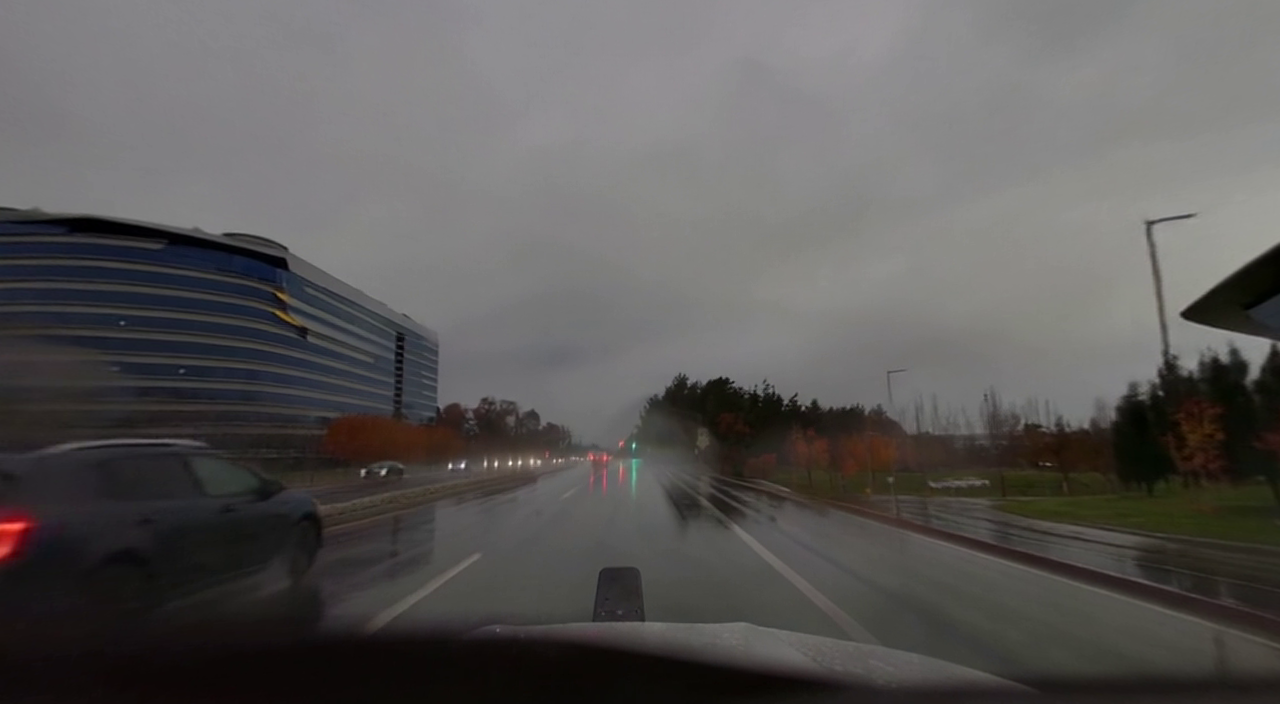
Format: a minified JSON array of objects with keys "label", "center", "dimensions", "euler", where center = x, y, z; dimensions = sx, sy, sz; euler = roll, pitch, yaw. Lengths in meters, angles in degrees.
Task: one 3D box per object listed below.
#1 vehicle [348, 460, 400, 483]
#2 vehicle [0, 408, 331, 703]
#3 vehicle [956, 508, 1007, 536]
[{"label":"vehicle","center":[-19.498,8.785,46.527],"dimensions":[1.875,1.475,4.376],"euler":[0,-8,0]},{"label":"vehicle","center":[-4.331,1.242,4.485],"dimensions":[1.936,1.536,4.627],"euler":[0,-8,0]},{"label":"vehicle","center":[26.591,13.230,49.368],"dimensions":[1.914,1.715,3.814],"euler":[-1,-10,2]}]
